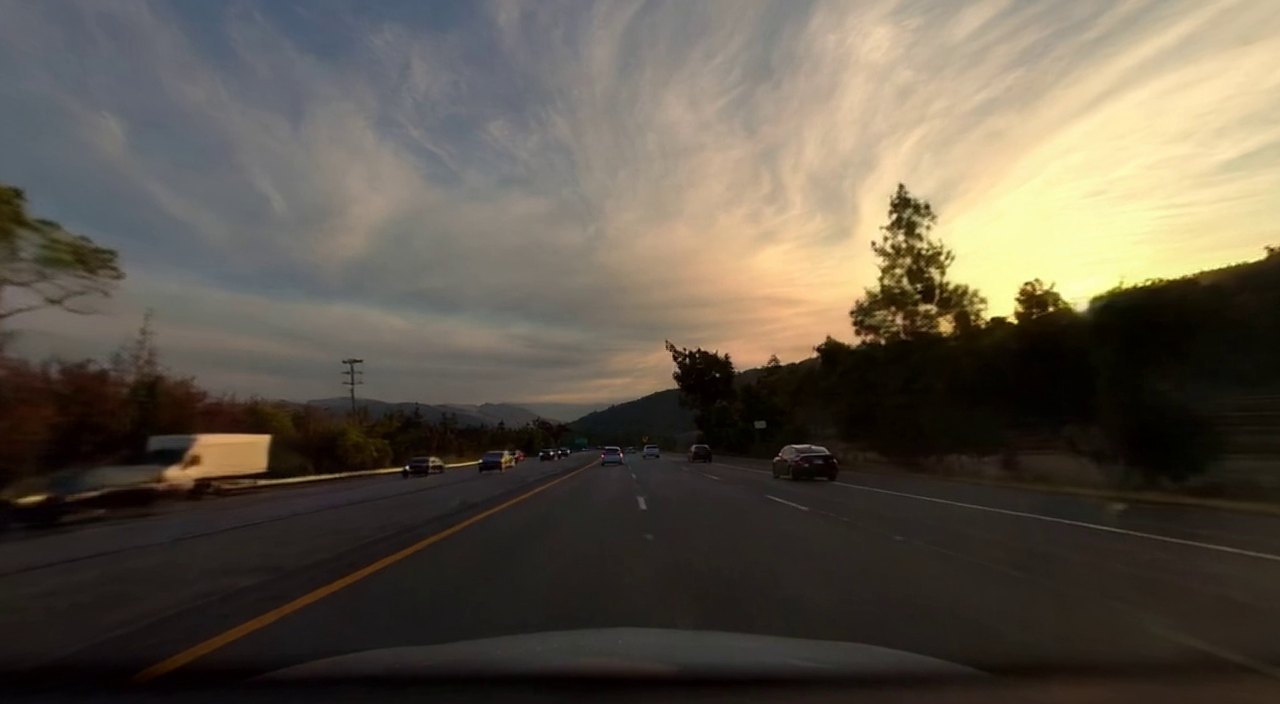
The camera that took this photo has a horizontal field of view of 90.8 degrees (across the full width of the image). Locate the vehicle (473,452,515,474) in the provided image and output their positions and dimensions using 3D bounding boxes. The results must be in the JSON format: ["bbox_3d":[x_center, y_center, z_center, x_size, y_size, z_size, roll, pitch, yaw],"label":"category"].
[{"bbox_3d":[-10.931,8.334,47.515,2.097,1.503,4.780,0,-9,-1],"label":"vehicle"}]

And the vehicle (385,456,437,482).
[{"bbox_3d":[-14.596,7.481,40.430,1.908,1.493,4.047,0,-9,-1],"label":"vehicle"}]

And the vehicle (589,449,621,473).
[{"bbox_3d":[-2.328,7.352,42.805,2.021,1.507,4.272,0,-9,-2],"label":"vehicle"}]

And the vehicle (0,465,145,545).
[{"bbox_3d":[-13.849,3.382,14.303,1.897,1.488,4.214,0,-9,-2],"label":"vehicle"}]

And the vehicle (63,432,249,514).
[{"bbox_3d":[-17.661,4.409,23.604,2.368,2.652,5.789,0,-9,-2],"label":"vehicle"}]

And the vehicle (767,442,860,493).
[{"bbox_3d":[5.769,3.887,21.509,1.903,1.566,3.866,0,-9,-3],"label":"vehicle"}]
